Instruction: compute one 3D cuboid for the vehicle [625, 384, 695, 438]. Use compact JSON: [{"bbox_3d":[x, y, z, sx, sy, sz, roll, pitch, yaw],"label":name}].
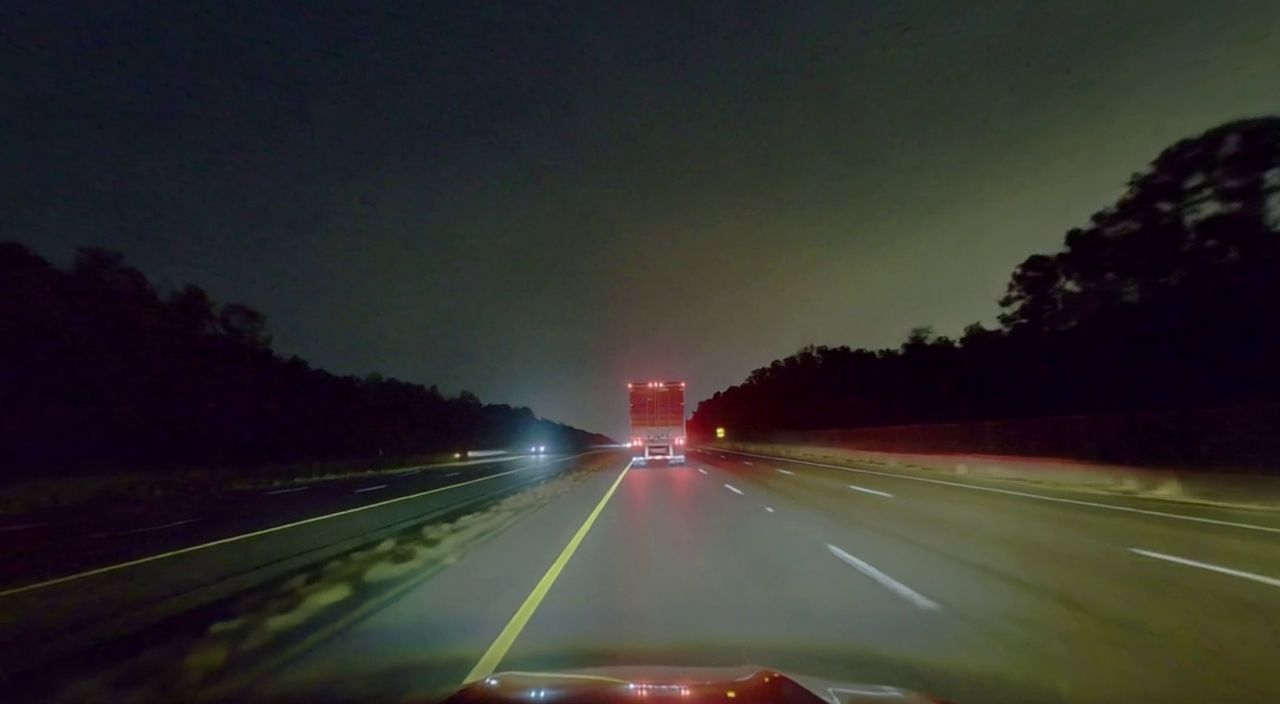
[{"bbox_3d":[0.660,2.459,25.244,2.509,1.890,4.732,0,-8,-2],"label":"vehicle"}]
